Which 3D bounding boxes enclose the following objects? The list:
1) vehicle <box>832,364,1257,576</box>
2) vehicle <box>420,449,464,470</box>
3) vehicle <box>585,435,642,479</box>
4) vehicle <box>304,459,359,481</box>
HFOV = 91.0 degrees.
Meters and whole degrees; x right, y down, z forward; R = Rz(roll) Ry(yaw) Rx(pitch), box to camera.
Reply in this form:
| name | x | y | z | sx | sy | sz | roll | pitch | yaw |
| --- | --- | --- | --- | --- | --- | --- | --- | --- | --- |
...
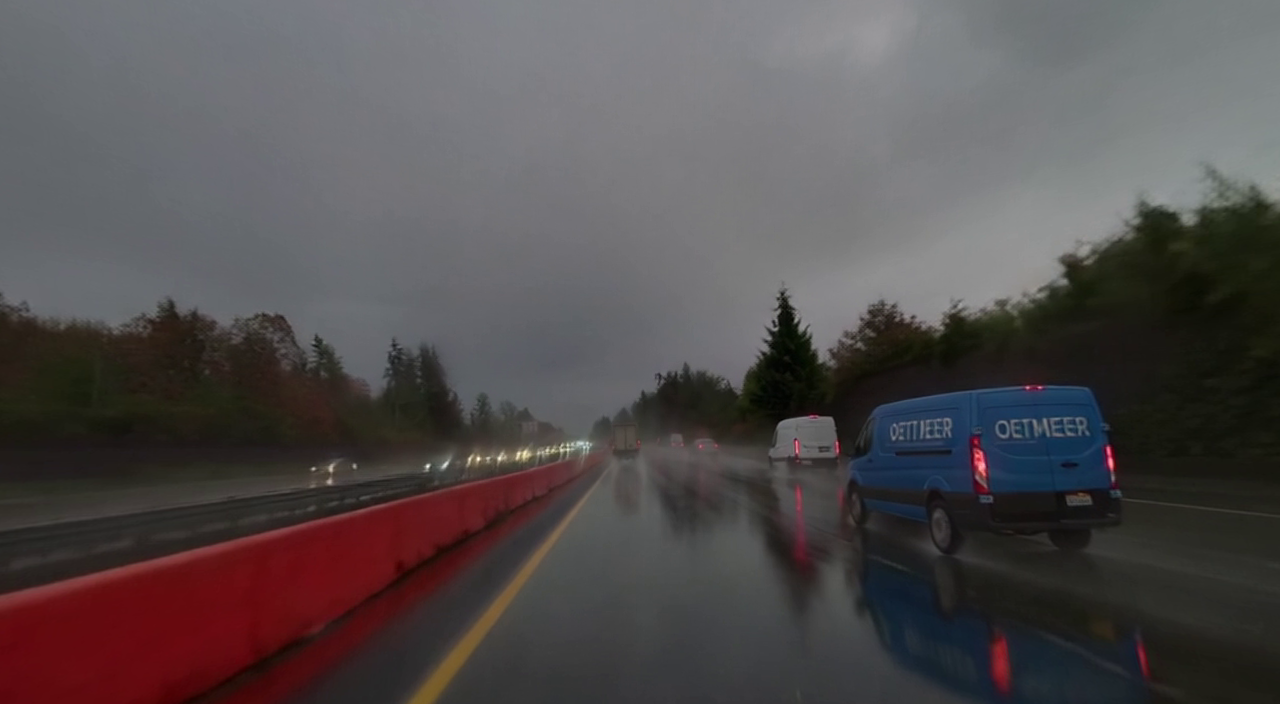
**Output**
| name | x | y | z | sx | sy | sz | roll | pitch | yaw |
| --- | --- | --- | --- | --- | --- | --- | --- | --- | --- |
| vehicle | 4.673 | 1.476 | 8.644 | 2.223 | 2.008 | 5.121 | 0 | -8 | -3 |
| vehicle | -14.813 | 8.051 | 47.414 | 1.876 | 1.451 | 4.620 | -1 | -8 | -1 |
| vehicle | -1.032 | 4.170 | 25.289 | 2.100 | 1.636 | 3.620 | 0 | -8 | -2 |
| vehicle | -22.429 | 8.648 | 45.924 | 1.889 | 1.501 | 4.156 | 0 | -12 | 0 |
